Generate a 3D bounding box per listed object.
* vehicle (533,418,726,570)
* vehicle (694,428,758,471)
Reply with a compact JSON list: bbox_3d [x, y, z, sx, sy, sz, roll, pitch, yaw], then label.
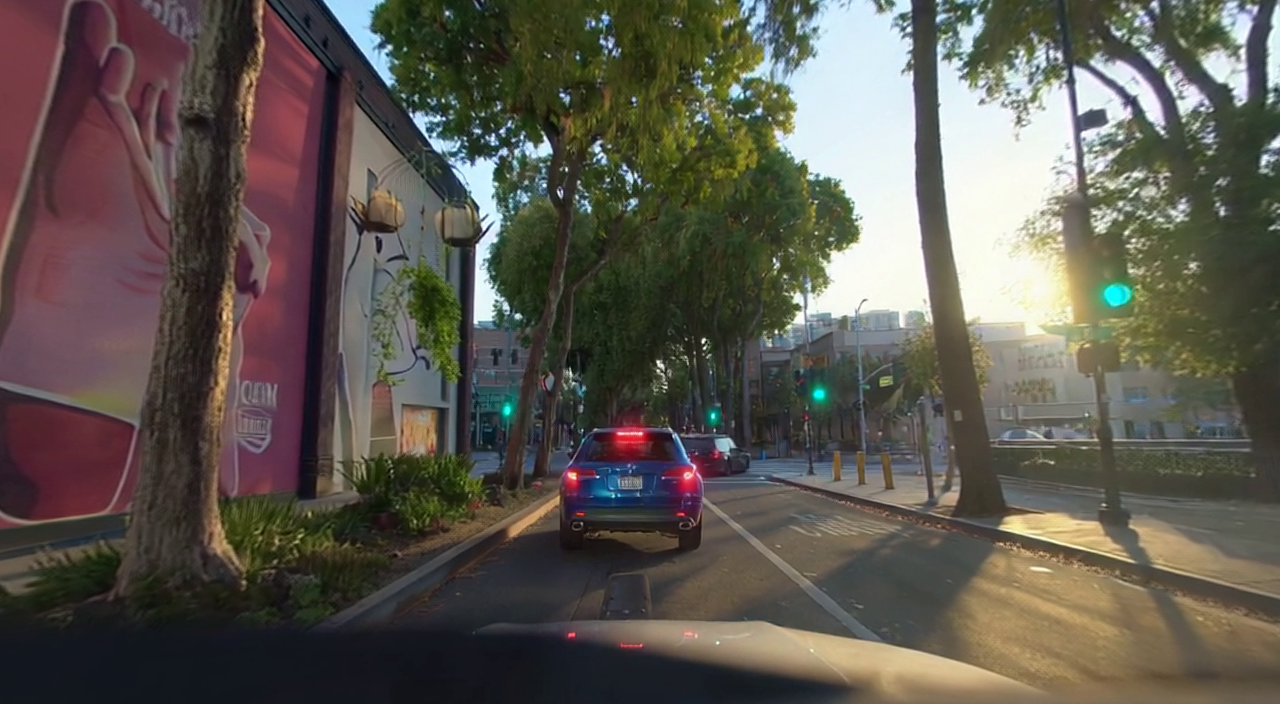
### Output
[{"bbox_3d":[-0.132,1.829,8.827,2.079,1.621,3.861,0,-8,0],"label":"vehicle"},{"bbox_3d":[4.742,5.205,33.804,2.448,2.063,5.513,-3,-9,17],"label":"vehicle"}]
